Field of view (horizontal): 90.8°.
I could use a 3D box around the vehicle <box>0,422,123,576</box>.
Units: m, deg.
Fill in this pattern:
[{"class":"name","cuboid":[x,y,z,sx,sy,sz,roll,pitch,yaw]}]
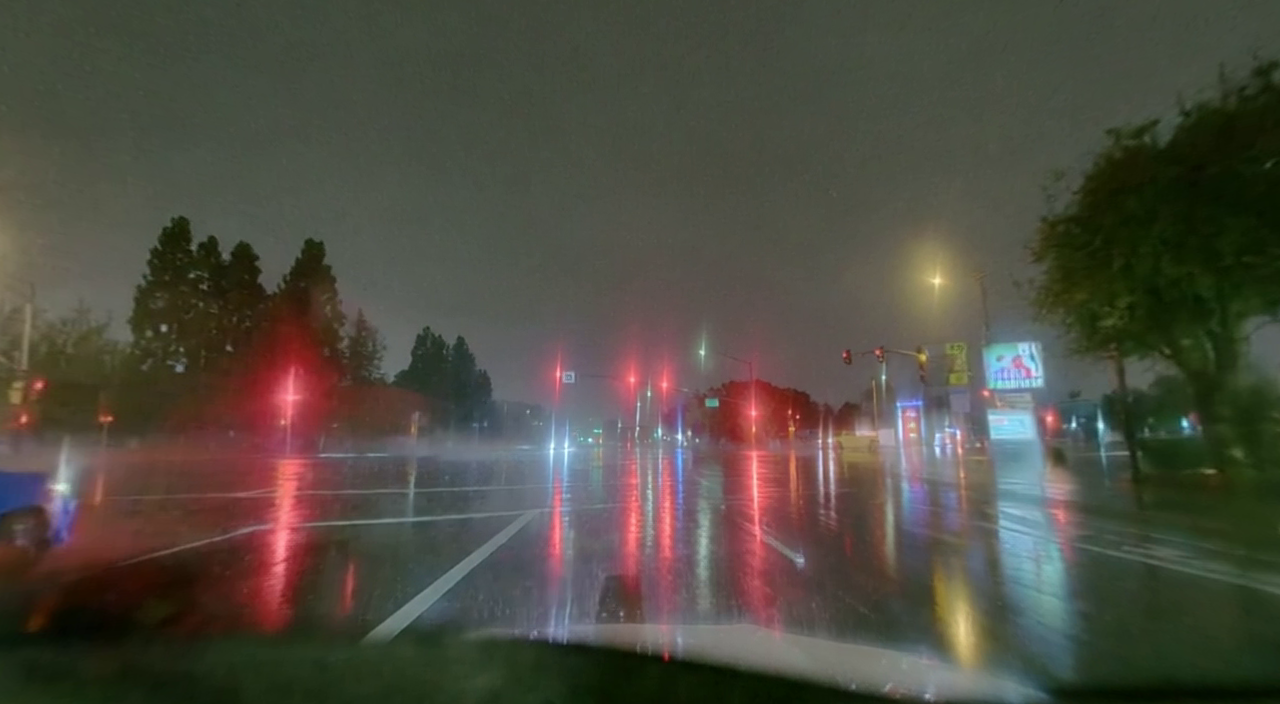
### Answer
[{"class":"vehicle","cuboid":[-7.233,1.272,5.041,1.904,1.497,5.154,0,-9,-1]}]
